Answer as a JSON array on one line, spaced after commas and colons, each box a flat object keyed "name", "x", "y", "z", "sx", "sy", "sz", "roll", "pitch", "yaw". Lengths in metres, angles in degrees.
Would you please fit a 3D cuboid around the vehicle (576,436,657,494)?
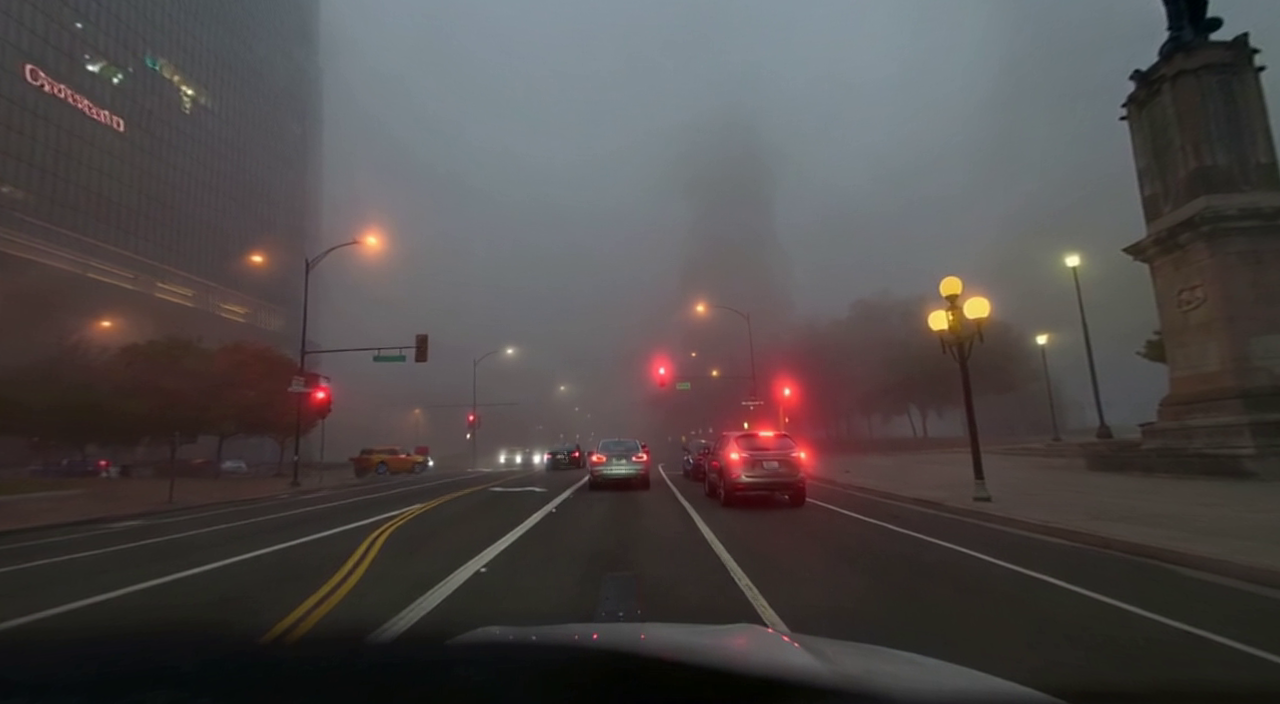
[{"name": "vehicle", "x": -0.610, "y": 3.250, "z": 18.504, "sx": 2.096, "sy": 1.492, "sz": 4.071, "roll": 0, "pitch": -9, "yaw": 0}]

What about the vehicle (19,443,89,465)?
[{"name": "vehicle", "x": -44.956, "y": 7.832, "z": 48.504, "sx": 3.671, "sy": 1.498, "sz": 1.670, "roll": 2, "pitch": -10, "yaw": 4}]

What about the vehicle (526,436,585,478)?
[{"name": "vehicle", "x": -3.601, "y": 4.588, "z": 27.809, "sx": 2.045, "sy": 1.633, "sz": 4.864, "roll": 0, "pitch": -9, "yaw": -2}]

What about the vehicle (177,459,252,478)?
[{"name": "vehicle", "x": -32.397, "y": 8.861, "z": 48.135, "sx": 4.392, "sy": 1.427, "sz": 1.764, "roll": 0, "pitch": -9, "yaw": 0}]

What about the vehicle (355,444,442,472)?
[{"name": "vehicle", "x": -15.935, "y": 7.022, "z": 41.899, "sx": 4.855, "sy": 1.769, "sz": 2.071, "roll": 0, "pitch": -9, "yaw": -2}]

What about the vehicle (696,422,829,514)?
[{"name": "vehicle", "x": 2.598, "y": 2.608, "z": 14.633, "sx": 2.096, "sy": 1.775, "sz": 4.440, "roll": 0, "pitch": -9, "yaw": -1}]
